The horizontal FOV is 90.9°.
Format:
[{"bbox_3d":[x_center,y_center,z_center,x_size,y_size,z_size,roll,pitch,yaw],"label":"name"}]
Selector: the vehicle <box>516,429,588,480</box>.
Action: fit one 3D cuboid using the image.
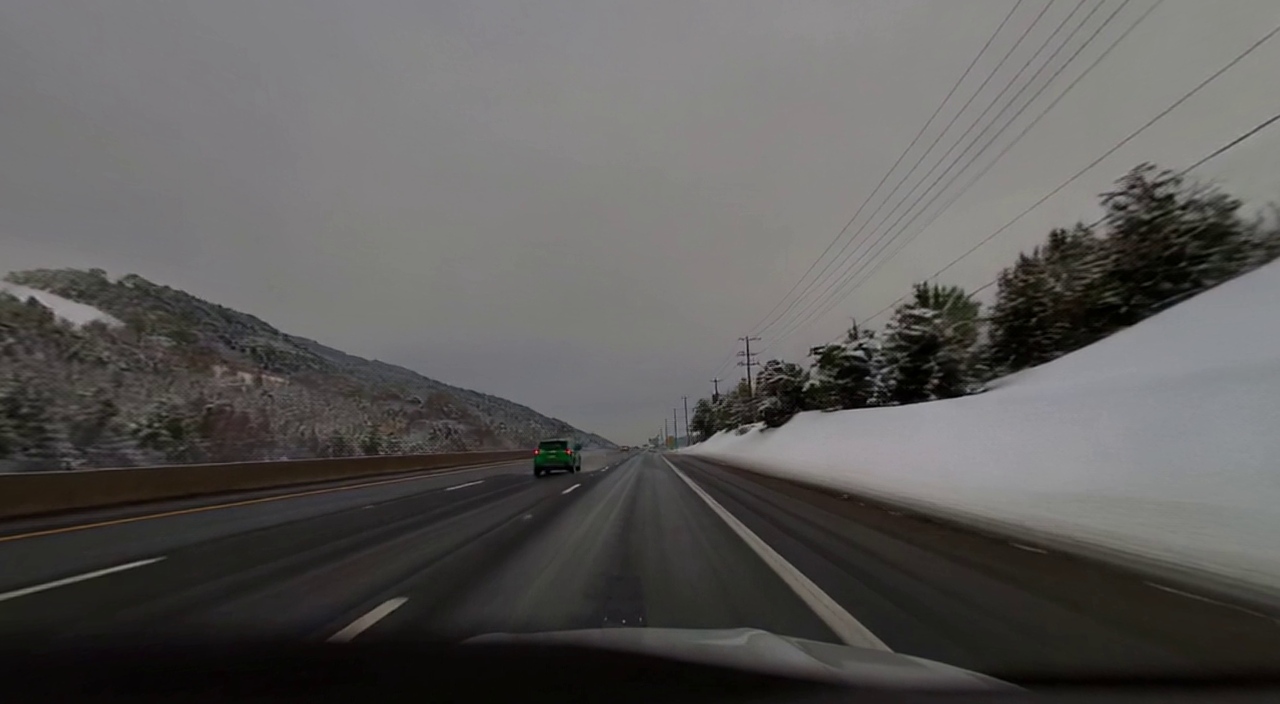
[{"bbox_3d":[-3.448,4.099,25.548,2.136,1.845,4.515,0,-8,2],"label":"vehicle"}]
